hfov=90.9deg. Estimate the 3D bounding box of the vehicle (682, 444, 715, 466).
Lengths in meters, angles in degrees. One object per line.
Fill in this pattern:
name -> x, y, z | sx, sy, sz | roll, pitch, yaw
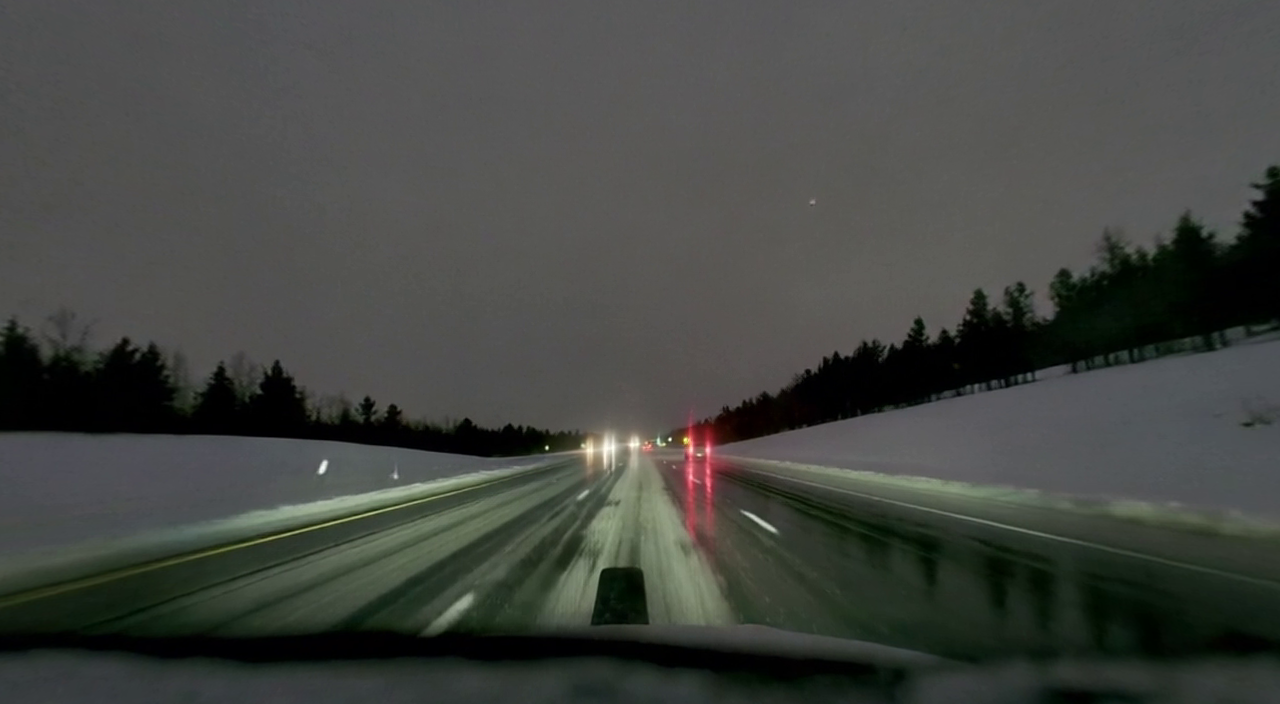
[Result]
vehicle -> 4.130, 7.342, 45.105 | 2.003, 1.520, 4.058 | 0, -9, 0
